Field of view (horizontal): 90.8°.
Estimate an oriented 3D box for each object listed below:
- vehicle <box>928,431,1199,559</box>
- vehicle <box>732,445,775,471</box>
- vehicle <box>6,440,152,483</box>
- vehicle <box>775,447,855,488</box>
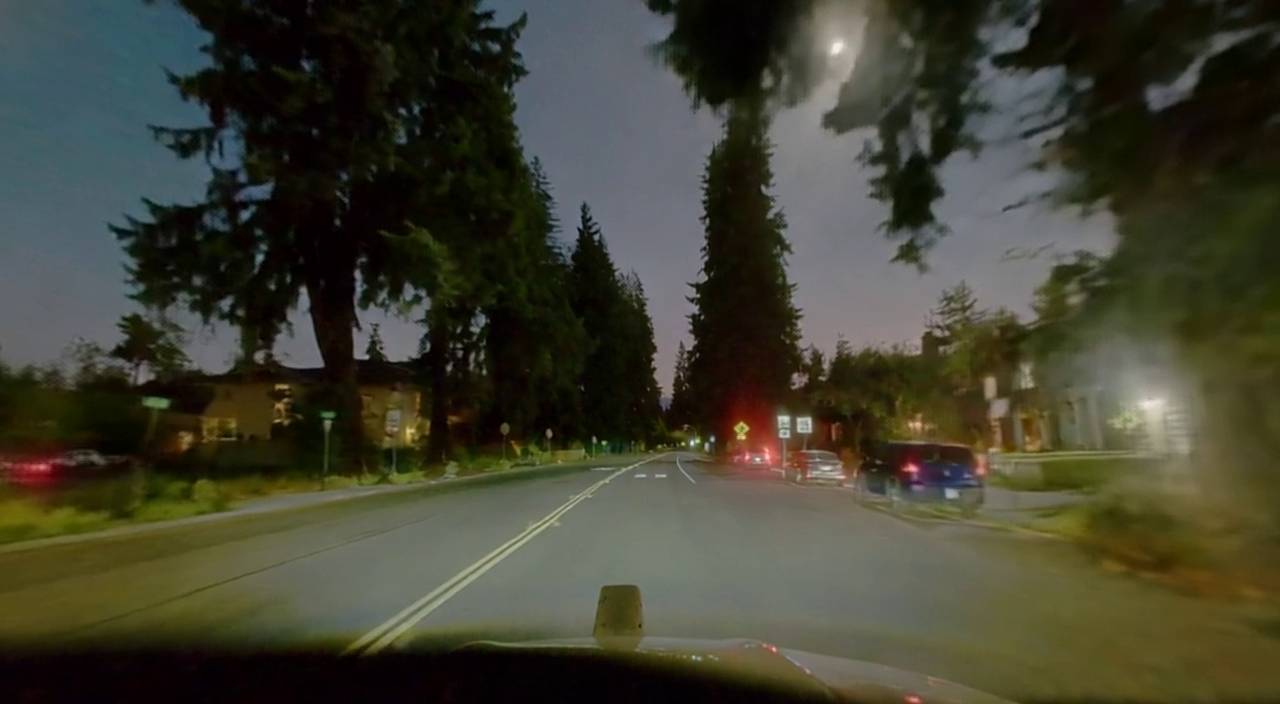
[{"bbox_3d":[6.418,2.167,10.192,1.798,1.669,3.626,0,-9,0],"label":"vehicle"},{"bbox_3d":[7.199,6.743,40.426,1.893,1.543,4.434,0,-9,0],"label":"vehicle"},{"bbox_3d":[-21.347,4.151,24.299,1.746,1.464,4.040,1,-8,3],"label":"vehicle"},{"bbox_3d":[6.835,4.525,25.121,1.913,1.479,4.209,0,-9,-1],"label":"vehicle"}]
